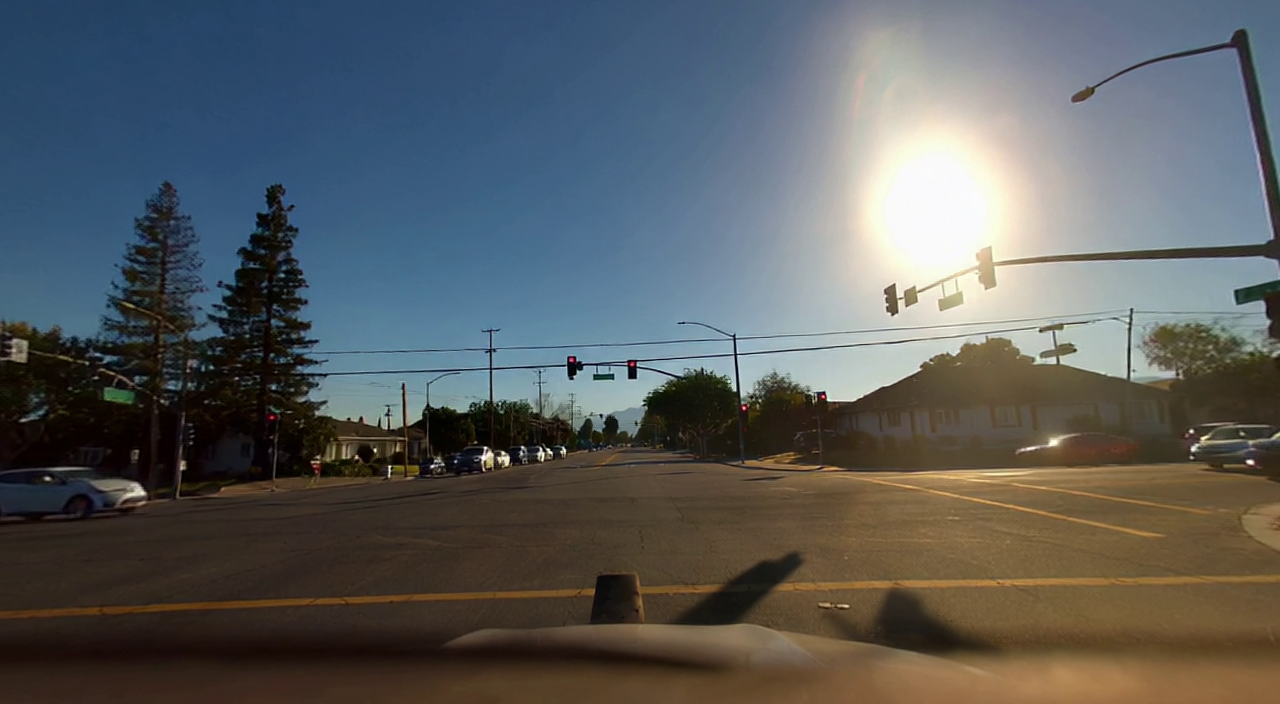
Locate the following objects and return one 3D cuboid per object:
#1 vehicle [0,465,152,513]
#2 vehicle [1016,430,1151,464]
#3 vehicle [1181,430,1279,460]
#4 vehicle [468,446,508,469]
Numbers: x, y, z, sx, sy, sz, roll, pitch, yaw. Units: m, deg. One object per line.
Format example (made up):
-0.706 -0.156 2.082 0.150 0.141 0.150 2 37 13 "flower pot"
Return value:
-19.812 4.604 21.429 4.823 1.449 2.017 -1 -9 1 "vehicle"
21.241 4.579 30.472 4.873 1.539 1.932 -2 -9 12 "vehicle"
31.320 4.884 33.023 4.318 1.488 1.870 0 -9 -1 "vehicle"
-10.718 7.459 44.754 1.881 1.509 3.377 0 -9 1 "vehicle"
